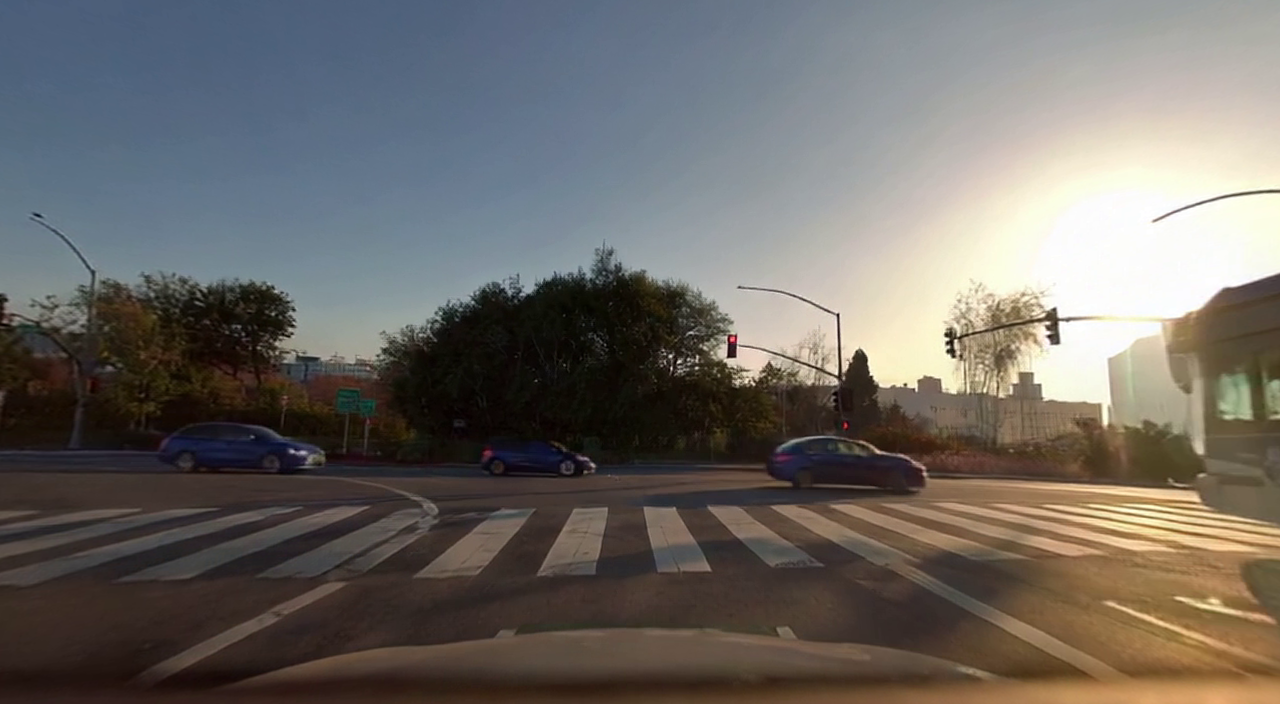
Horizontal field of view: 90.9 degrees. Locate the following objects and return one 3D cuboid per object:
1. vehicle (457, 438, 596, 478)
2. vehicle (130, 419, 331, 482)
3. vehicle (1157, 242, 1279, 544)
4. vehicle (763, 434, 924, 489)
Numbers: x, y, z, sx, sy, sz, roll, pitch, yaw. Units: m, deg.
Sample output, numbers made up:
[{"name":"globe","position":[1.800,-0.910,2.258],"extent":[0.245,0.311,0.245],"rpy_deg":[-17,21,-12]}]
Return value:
[{"name":"vehicle","position":[-4.494,4.169,25.027],"extent":[5.203,1.488,1.907],"rpy_deg":[2,-9,-17]},{"name":"vehicle","position":[-12.078,2.934,18.997],"extent":[4.626,1.710,1.891],"rpy_deg":[2,-9,-18]},{"name":"vehicle","position":[9.584,-0.153,3.698],"extent":[2.916,4.009,13.397],"rpy_deg":[-1,-9,6]},{"name":"vehicle","position":[6.898,3.734,21.479],"extent":[5.014,1.675,1.906],"rpy_deg":[4,-9,-18]}]
